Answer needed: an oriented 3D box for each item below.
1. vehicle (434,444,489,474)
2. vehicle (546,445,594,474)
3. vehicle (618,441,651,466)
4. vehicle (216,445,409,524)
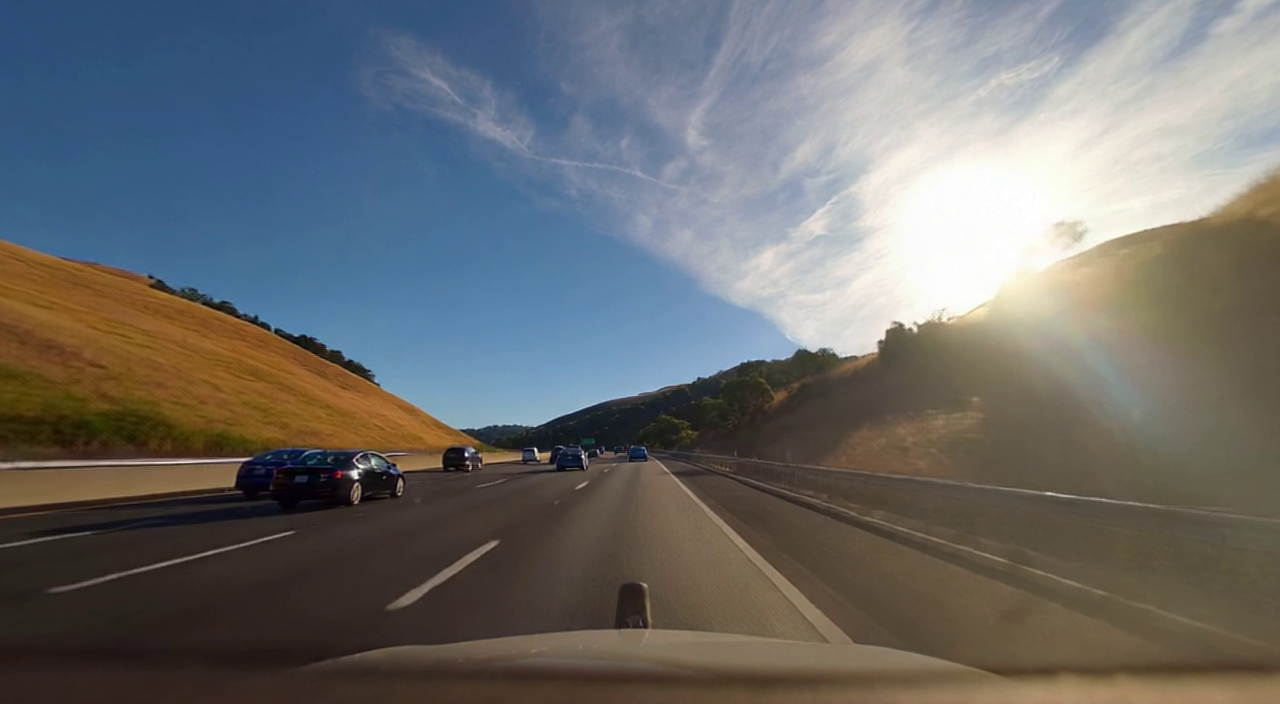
[{"bbox_3d":[-11.124,6.662,39.625,2.025,1.750,4.505,0,-8,1],"label":"vehicle"},{"bbox_3d":[-3.860,5.987,35.413,2.144,1.505,4.649,0,-8,0],"label":"vehicle"},{"bbox_3d":[-0.378,7.148,44.537,2.225,1.674,4.044,0,-8,-1],"label":"vehicle"},{"bbox_3d":[-6.955,2.813,14.040,1.991,1.441,4.265,0,-8,0],"label":"vehicle"}]
